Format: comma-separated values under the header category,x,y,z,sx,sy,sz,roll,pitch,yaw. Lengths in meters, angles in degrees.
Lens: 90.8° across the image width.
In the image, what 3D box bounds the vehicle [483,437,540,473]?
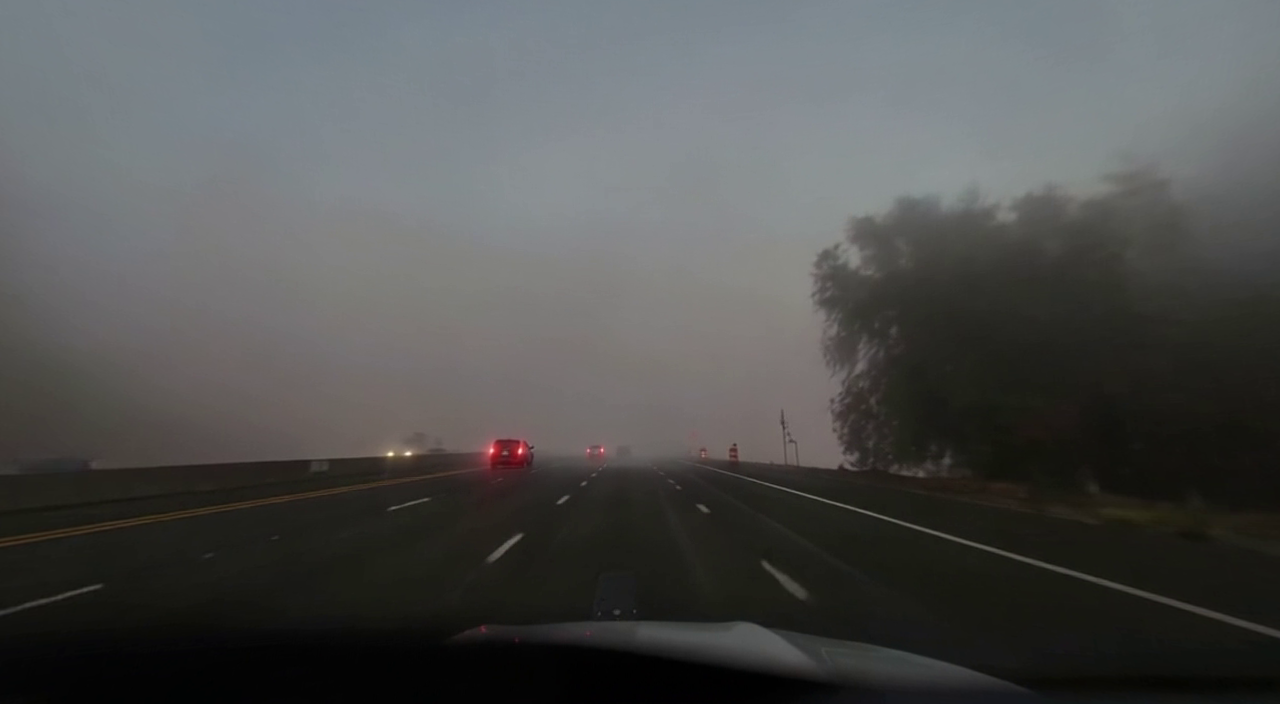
category,x,y,z,sx,sy,sz,roll,pitch,yaw
vehicle,-6.638,5.387,33.128,2.036,1.758,4.529,0,-9,0

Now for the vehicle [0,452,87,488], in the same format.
category,x,y,z,sx,sy,sz,roll,pitch,yaw
vehicle,-27.457,5.181,27.977,1.753,1.443,4.600,0,-9,-1
